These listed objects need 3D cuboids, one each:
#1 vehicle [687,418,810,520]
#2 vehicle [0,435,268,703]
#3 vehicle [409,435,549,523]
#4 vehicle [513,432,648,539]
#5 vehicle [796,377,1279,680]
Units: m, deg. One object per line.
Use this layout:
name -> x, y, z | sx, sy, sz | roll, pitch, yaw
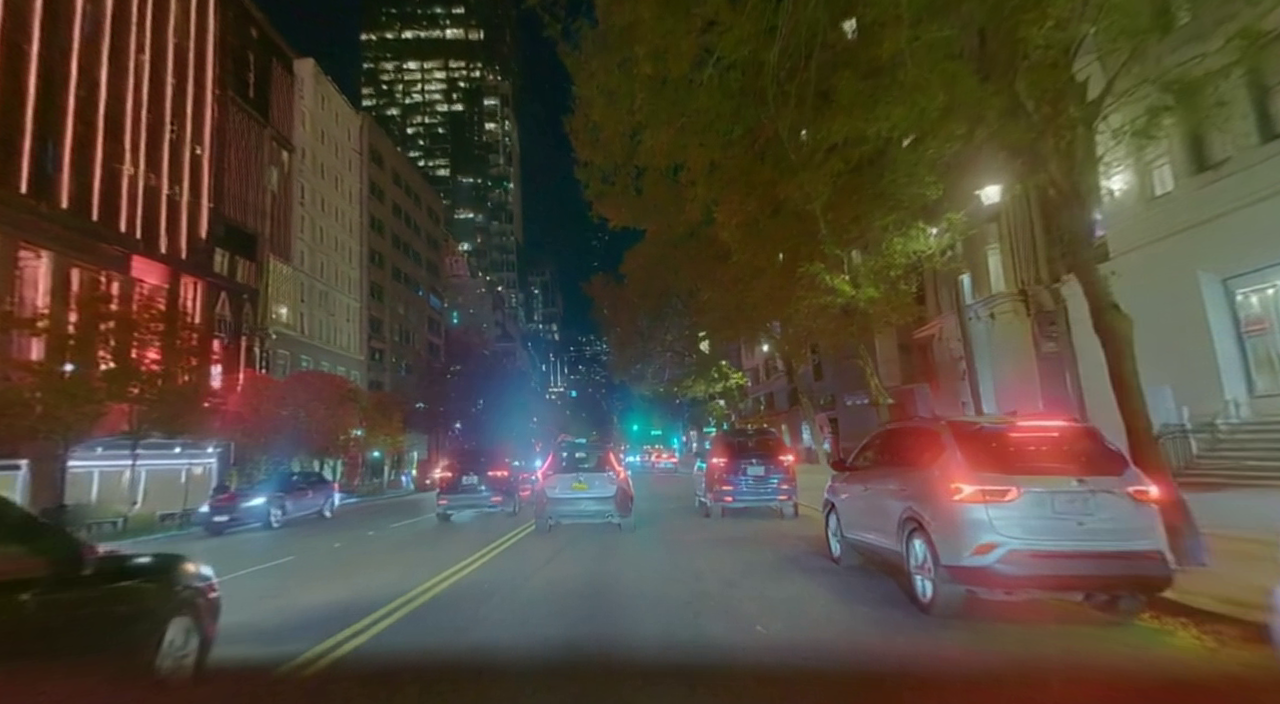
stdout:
vehicle -> 2.635, 2.657, 14.864 | 2.352, 1.953, 4.798 | -2, -9, 12
vehicle -> -3.447, 0.993, 1.879 | 1.940, 1.481, 4.376 | -1, -8, 1
vehicle -> -3.743, 3.031, 15.736 | 2.000, 1.818, 4.668 | -1, -8, 4
vehicle -> -0.935, 2.424, 12.079 | 2.076, 1.667, 3.948 | -1, -8, 2
vehicle -> 3.076, 1.360, 6.045 | 1.971, 1.749, 4.564 | 0, -8, 0
